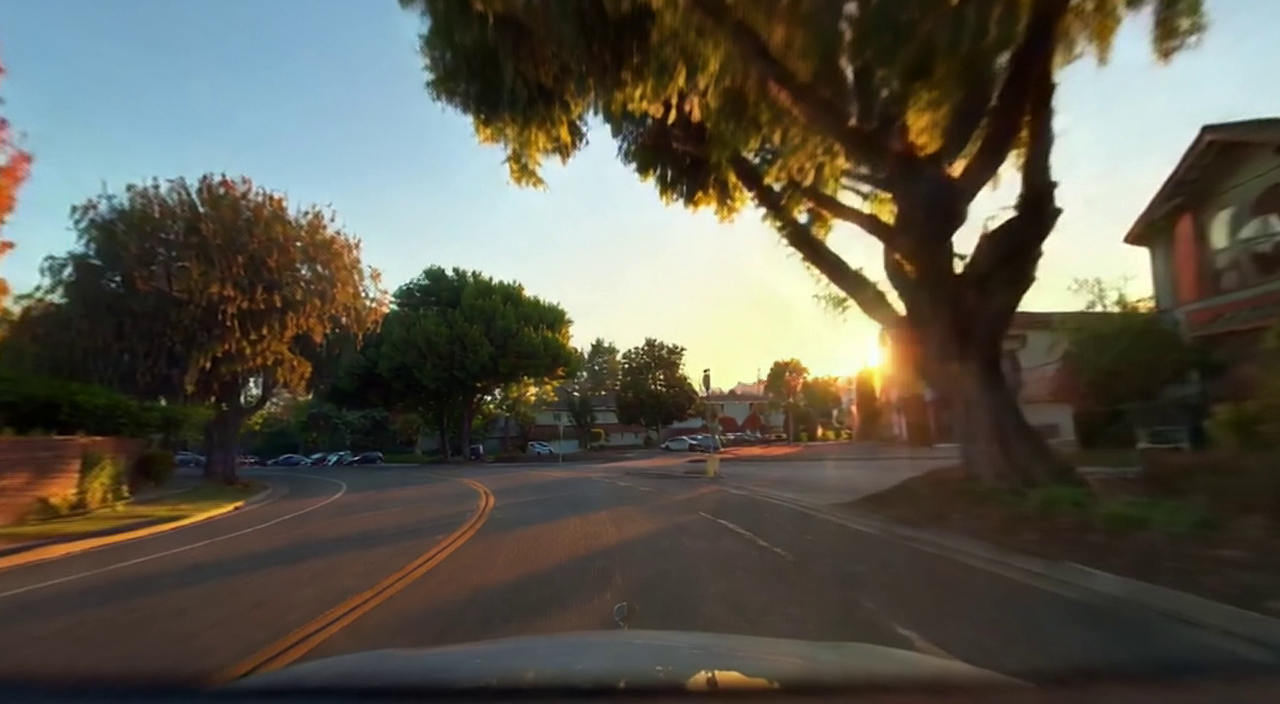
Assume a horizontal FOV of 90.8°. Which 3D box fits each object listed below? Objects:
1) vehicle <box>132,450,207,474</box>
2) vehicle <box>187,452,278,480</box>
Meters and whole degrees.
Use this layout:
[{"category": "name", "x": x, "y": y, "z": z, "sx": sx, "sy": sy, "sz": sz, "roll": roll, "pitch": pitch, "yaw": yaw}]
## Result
[{"category": "vehicle", "x": -33.369, "y": 7.814, "z": 44.812, "sx": 4.946, "sy": 1.537, "sz": 2.206, "roll": -6, "pitch": -9, "yaw": 26}, {"category": "vehicle", "x": -25.021, "y": 6.900, "z": 38.625, "sx": 7.241, "sy": 1.161, "sz": 2.772, "roll": -6, "pitch": -7, "yaw": 42}]
